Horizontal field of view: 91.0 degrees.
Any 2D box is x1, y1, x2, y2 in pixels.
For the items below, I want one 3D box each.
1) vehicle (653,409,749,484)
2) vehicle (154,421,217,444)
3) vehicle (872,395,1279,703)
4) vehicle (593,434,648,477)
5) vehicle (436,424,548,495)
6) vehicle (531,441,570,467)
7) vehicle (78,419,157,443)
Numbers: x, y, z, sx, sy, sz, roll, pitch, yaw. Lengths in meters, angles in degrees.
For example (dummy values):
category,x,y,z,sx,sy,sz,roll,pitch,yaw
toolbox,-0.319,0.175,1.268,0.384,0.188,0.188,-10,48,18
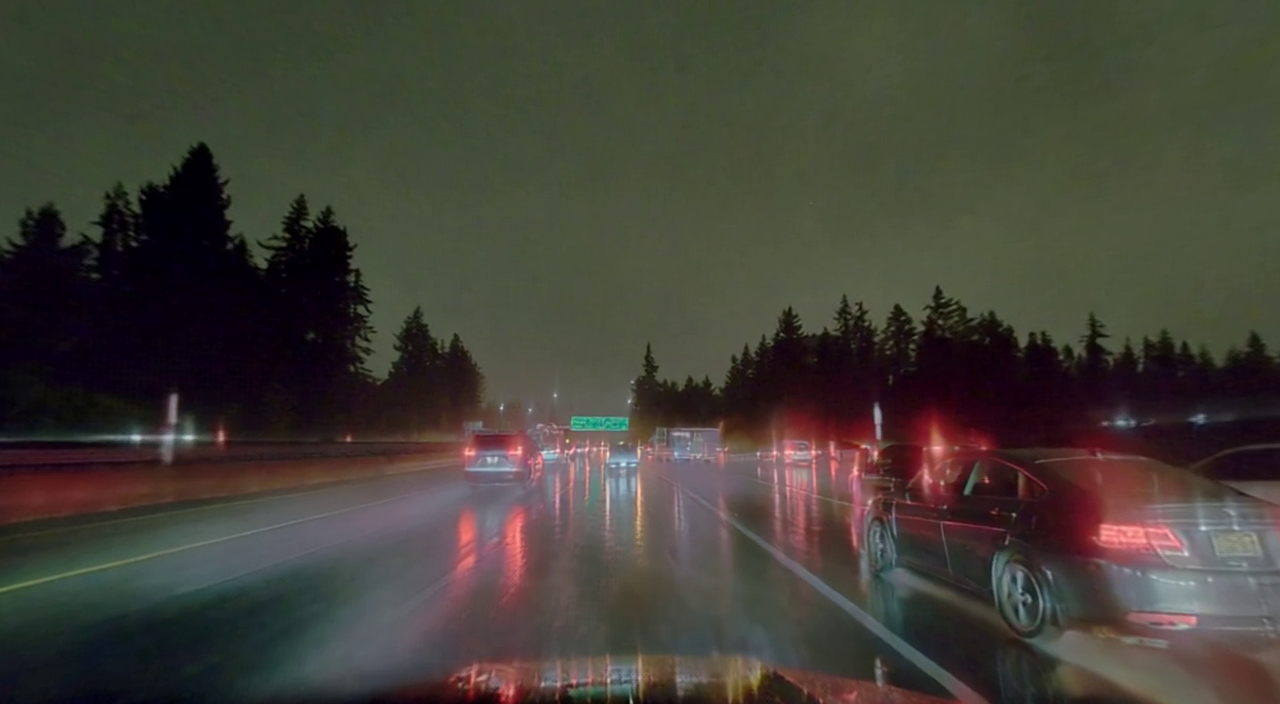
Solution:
category,x,y,z,sx,sy,sz,roll,pitch,yaw
vehicle,2.830,5.067,34.043,3.426,3.279,12.313,1,-8,-2
vehicle,-32.740,5.864,45.485,1.740,1.488,3.985,1,-9,-3
vehicle,3.100,1.103,3.381,2.031,1.504,4.327,0,-9,0
vehicle,-0.826,4.482,27.472,2.235,1.682,4.094,0,-9,-1
vehicle,-4.115,3.093,18.473,2.176,1.783,4.799,0,-9,-1
vehicle,-5.411,6.227,38.486,1.907,1.484,3.954,0,-9,-1
vehicle,-36.864,5.622,44.576,1.834,1.555,4.465,0,-9,-2
